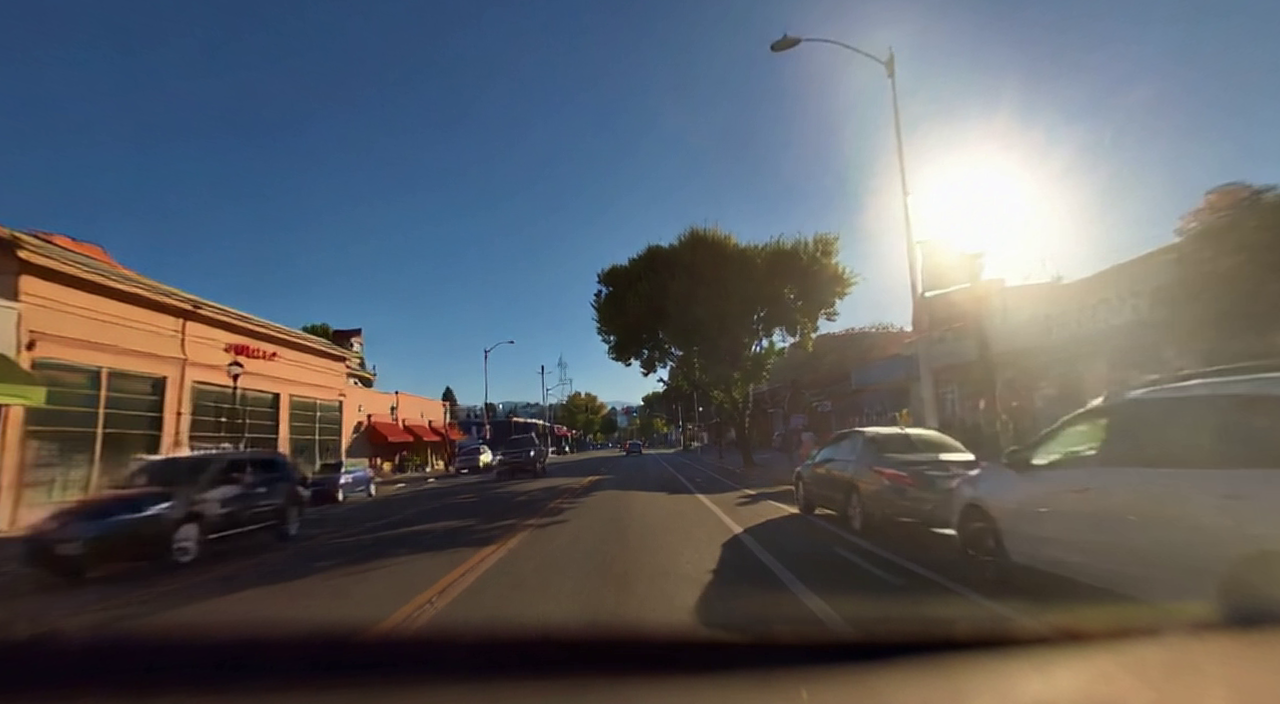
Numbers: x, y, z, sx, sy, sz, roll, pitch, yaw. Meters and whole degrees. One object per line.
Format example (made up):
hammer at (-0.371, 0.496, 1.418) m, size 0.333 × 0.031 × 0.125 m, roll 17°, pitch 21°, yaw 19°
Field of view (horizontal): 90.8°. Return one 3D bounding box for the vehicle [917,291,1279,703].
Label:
vehicle at (3.861, 0.928, 4.141) m, size 1.976 × 2.001 × 4.430 m, roll 0°, pitch -9°, yaw -1°

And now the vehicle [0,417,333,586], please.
vehicle at (-6.705, 2.001, 9.323) m, size 2.044 × 1.839 × 4.512 m, roll 0°, pitch -9°, yaw 0°

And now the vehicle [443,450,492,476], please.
vehicle at (-10.773, 6.965, 39.739) m, size 1.784 × 1.502 × 4.344 m, roll 0°, pitch -9°, yaw 1°

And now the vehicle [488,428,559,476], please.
vehicle at (-5.526, 4.864, 30.812) m, size 2.267 × 2.070 × 5.719 m, roll 0°, pitch -9°, yaw 1°
